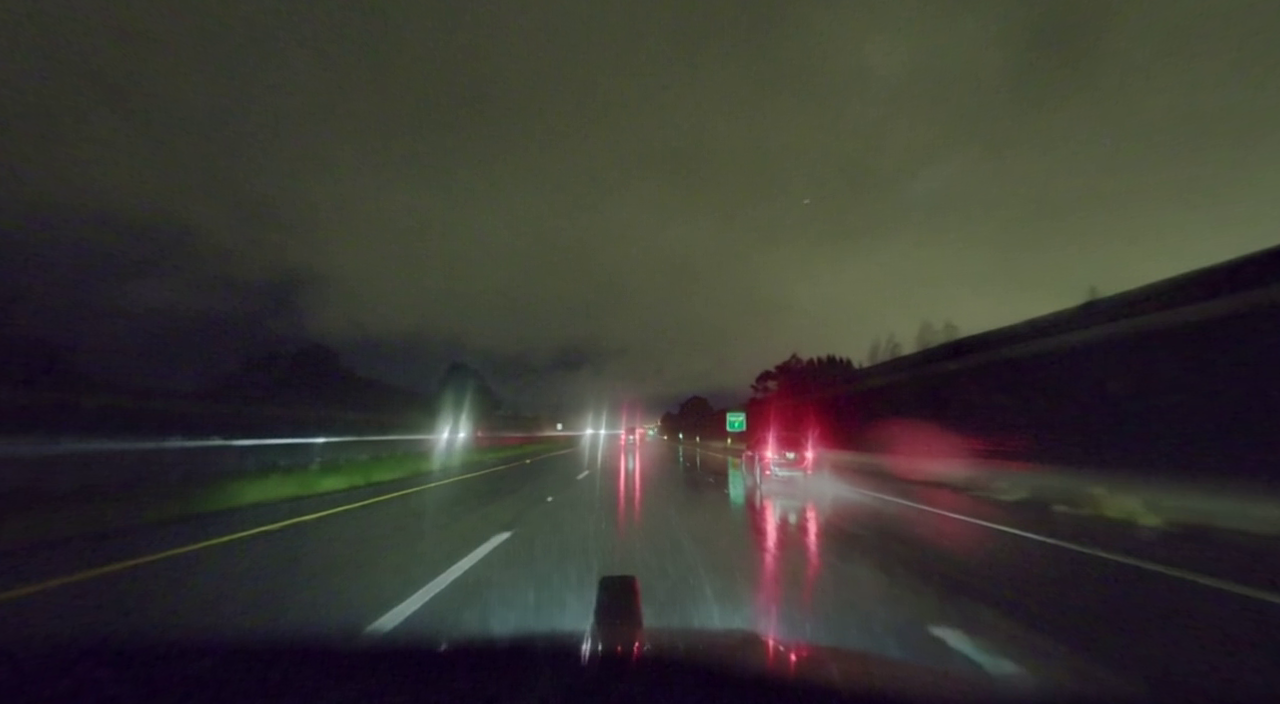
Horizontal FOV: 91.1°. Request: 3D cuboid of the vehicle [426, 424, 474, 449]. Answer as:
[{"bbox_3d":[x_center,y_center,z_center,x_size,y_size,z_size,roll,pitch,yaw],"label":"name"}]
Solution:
[{"bbox_3d":[-13.308,5.958,44.234,1.906,1.617,4.606,0,-8,1],"label":"vehicle"}]
